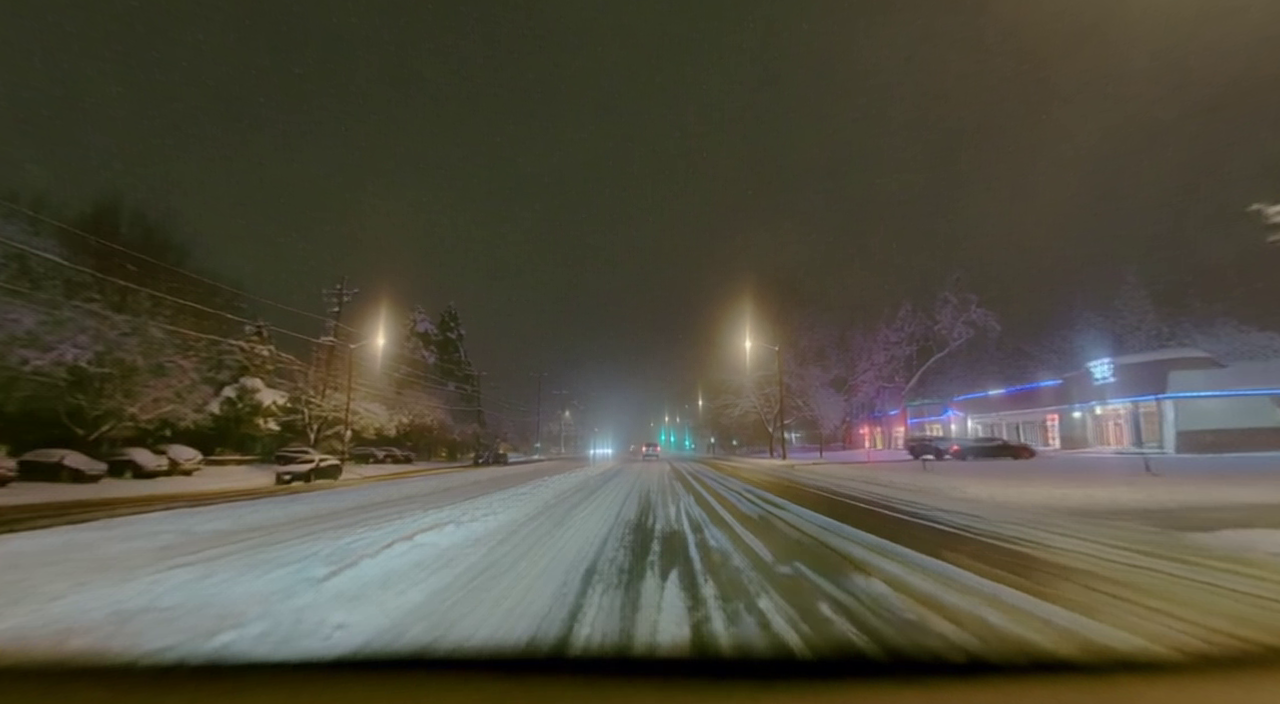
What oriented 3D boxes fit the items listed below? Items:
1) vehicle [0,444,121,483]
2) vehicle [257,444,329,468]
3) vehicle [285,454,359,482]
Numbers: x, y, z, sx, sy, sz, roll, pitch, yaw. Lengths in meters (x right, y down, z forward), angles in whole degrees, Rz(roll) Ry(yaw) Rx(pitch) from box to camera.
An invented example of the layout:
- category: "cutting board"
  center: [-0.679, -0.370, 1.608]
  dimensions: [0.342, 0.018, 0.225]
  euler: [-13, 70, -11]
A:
- category: "vehicle"
  center: [-26.905, 5.110, 29.017]
  dimensions: [4.106, 1.698, 2.072]
  euler: [0, -8, 2]
- category: "vehicle"
  center: [-25.959, 7.801, 47.261]
  dimensions: [4.190, 1.729, 1.957]
  euler: [0, -8, 2]
- category: "vehicle"
  center: [-18.637, 6.777, 37.250]
  dimensions: [1.815, 1.453, 4.870]
  euler: [0, -8, 1]
